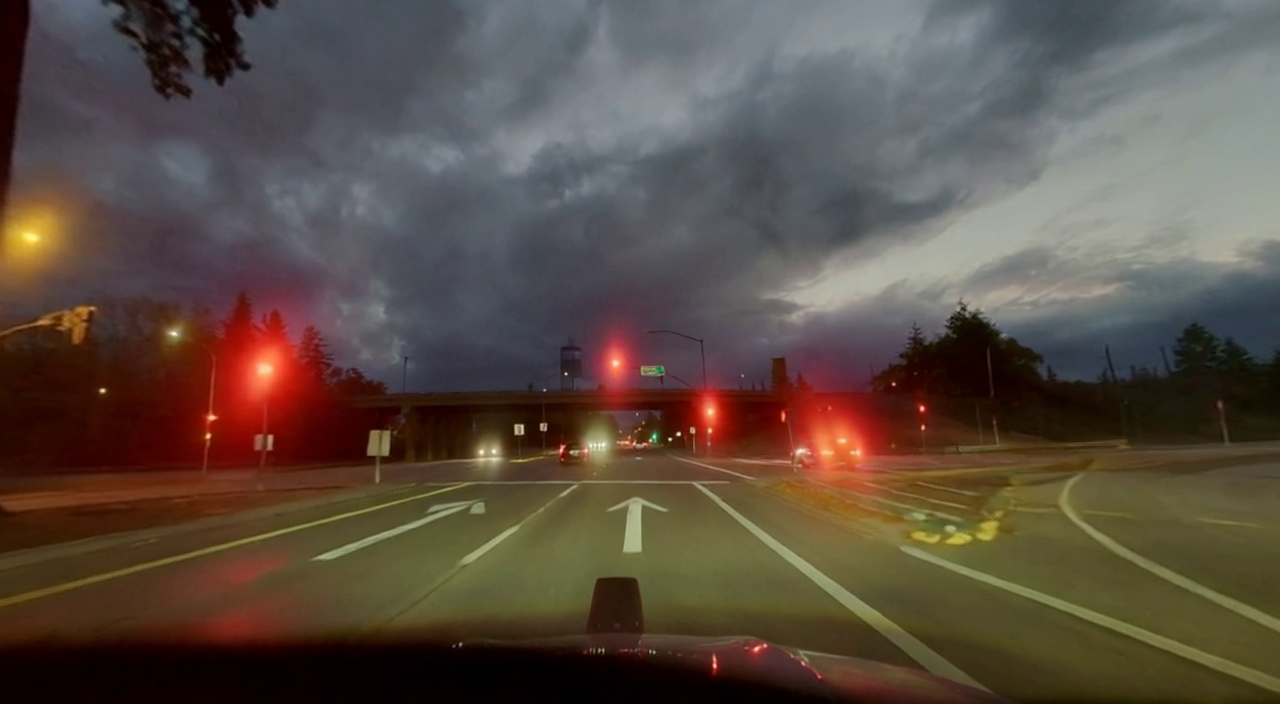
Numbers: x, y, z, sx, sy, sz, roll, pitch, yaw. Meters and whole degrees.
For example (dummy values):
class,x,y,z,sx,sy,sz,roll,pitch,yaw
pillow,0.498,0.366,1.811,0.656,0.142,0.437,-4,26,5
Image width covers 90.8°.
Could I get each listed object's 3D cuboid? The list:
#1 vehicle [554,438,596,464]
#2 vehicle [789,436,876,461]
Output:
class,x,y,z,sx,sy,sz,roll,pitch,yaw
vehicle,-3.869,6.051,38.485,2.082,1.472,4.310,0,-9,0
vehicle,11.690,5.887,38.602,4.691,1.466,1.800,1,-9,-6
